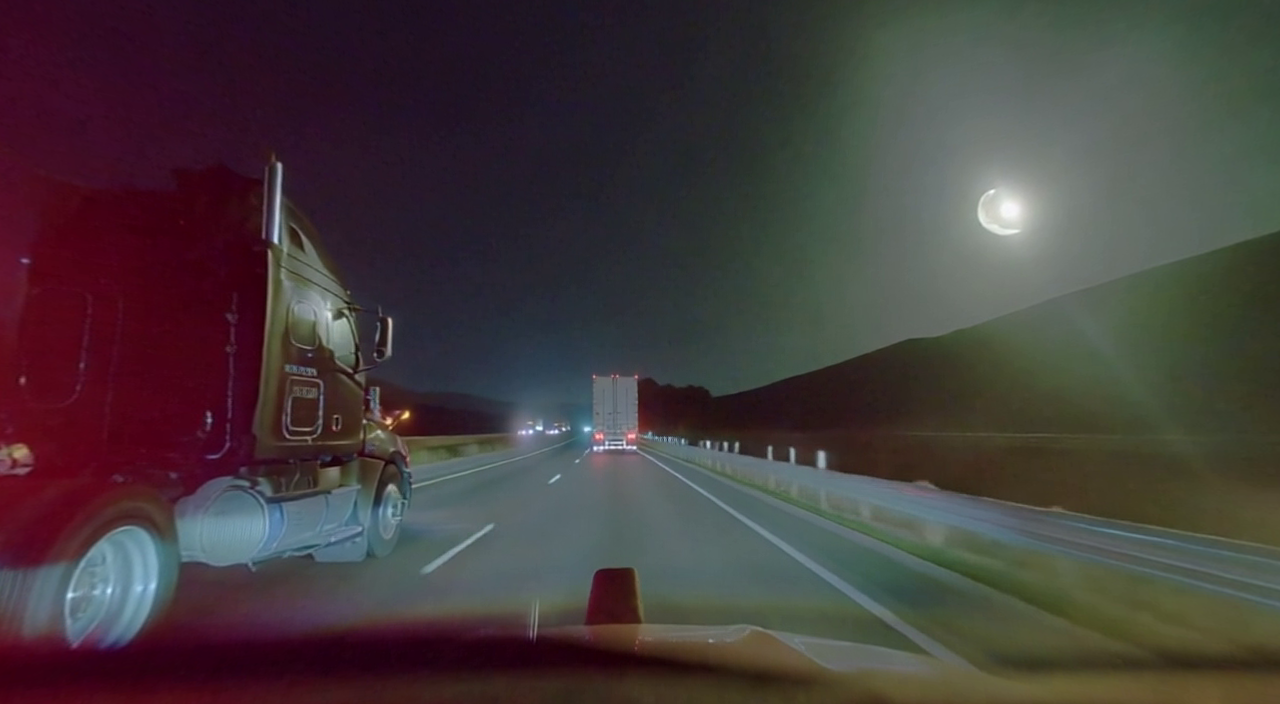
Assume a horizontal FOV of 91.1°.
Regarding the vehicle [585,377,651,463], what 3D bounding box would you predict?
[{"bbox_3d":[-1.256,3.861,34.492,3.023,3.965,10.402,1,-8,-3],"label":"vehicle"}]
